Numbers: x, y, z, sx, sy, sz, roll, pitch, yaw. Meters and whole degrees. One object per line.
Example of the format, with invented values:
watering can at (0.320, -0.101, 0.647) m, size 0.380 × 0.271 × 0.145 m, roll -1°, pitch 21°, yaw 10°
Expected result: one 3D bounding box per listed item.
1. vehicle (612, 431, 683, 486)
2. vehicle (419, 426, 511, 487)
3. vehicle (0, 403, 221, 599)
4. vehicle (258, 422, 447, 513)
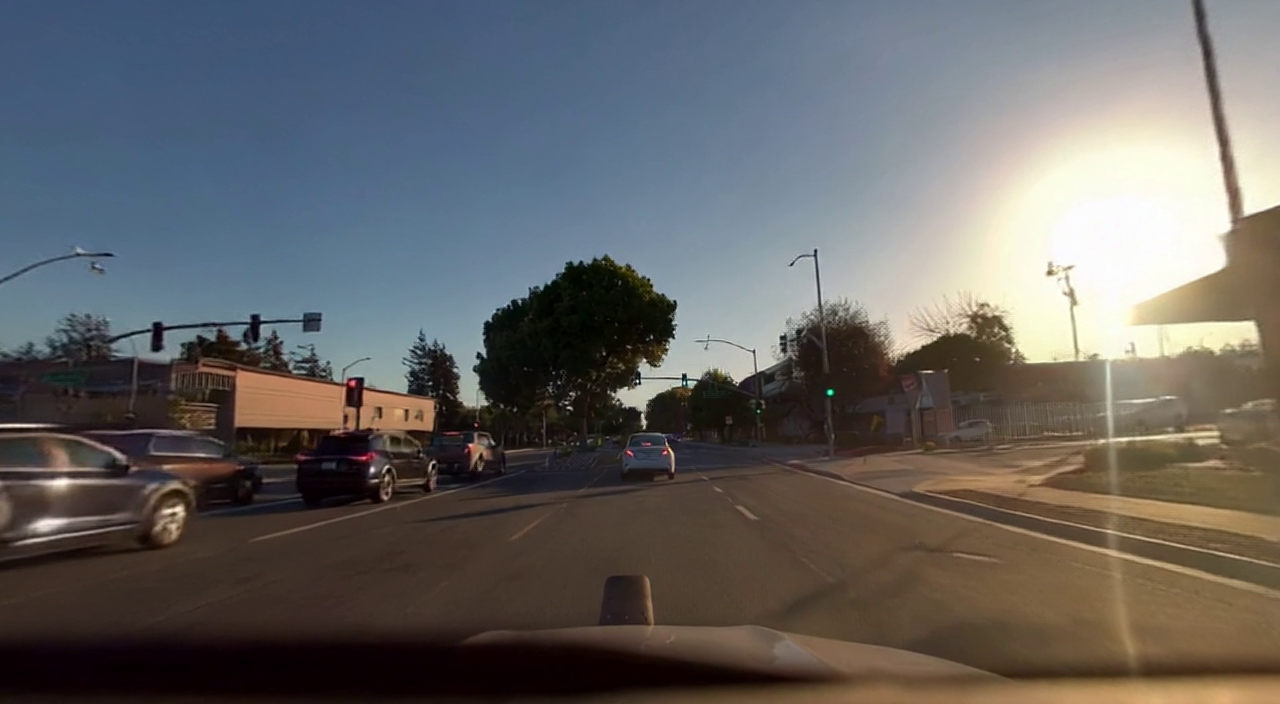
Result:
vehicle at (0.291, 3.593, 21.504) m, size 2.197 × 1.682 × 3.642 m, roll 0°, pitch -9°, yaw 2°
vehicle at (-6.543, 3.987, 24.275) m, size 2.316 × 2.014 × 5.215 m, roll -1°, pitch -9°, yaw -4°
vehicle at (-6.944, 1.460, 6.318) m, size 1.951 × 1.809 × 4.917 m, roll 0°, pitch -9°, yaw 2°
vehicle at (-6.712, 2.754, 15.547) m, size 2.111 × 1.864 × 4.932 m, roll -1°, pitch -9°, yaw 3°
